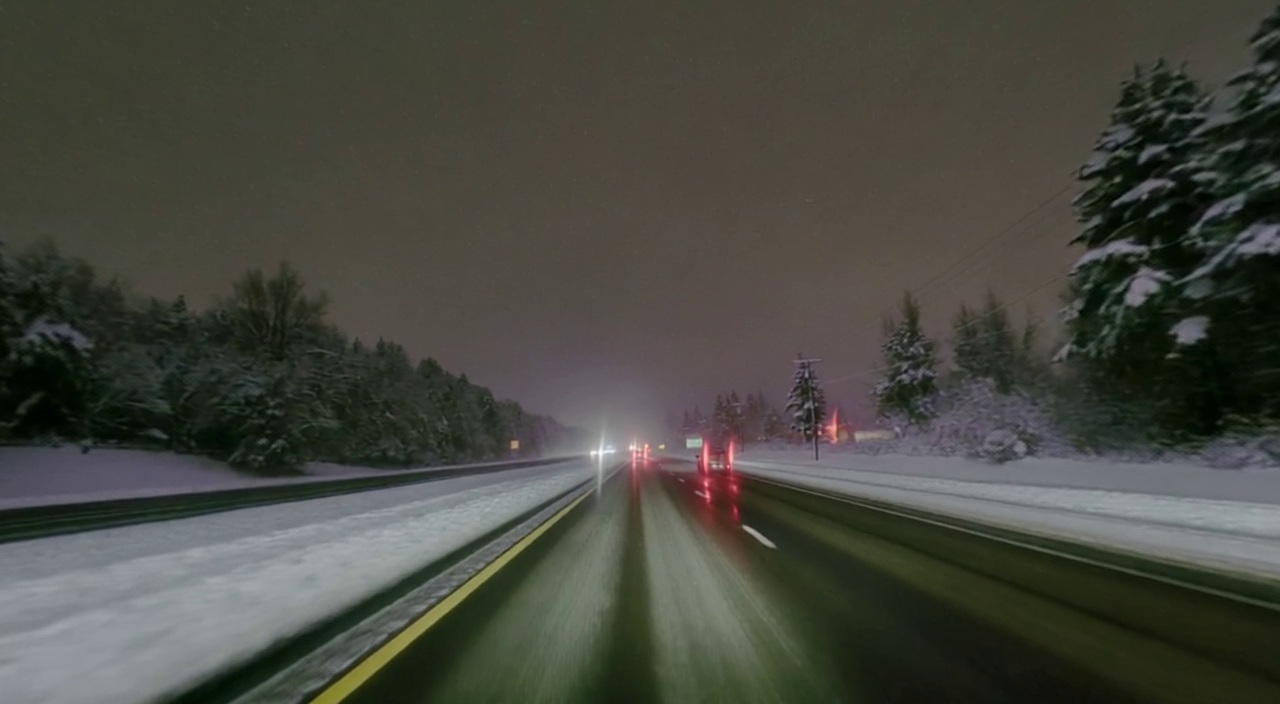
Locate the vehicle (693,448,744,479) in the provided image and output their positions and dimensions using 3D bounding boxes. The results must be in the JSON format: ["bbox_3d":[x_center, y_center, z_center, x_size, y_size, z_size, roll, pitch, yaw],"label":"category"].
[{"bbox_3d":[4.151,5.962,33.939,2.115,1.522,4.330,0,-9,-1],"label":"vehicle"}]
